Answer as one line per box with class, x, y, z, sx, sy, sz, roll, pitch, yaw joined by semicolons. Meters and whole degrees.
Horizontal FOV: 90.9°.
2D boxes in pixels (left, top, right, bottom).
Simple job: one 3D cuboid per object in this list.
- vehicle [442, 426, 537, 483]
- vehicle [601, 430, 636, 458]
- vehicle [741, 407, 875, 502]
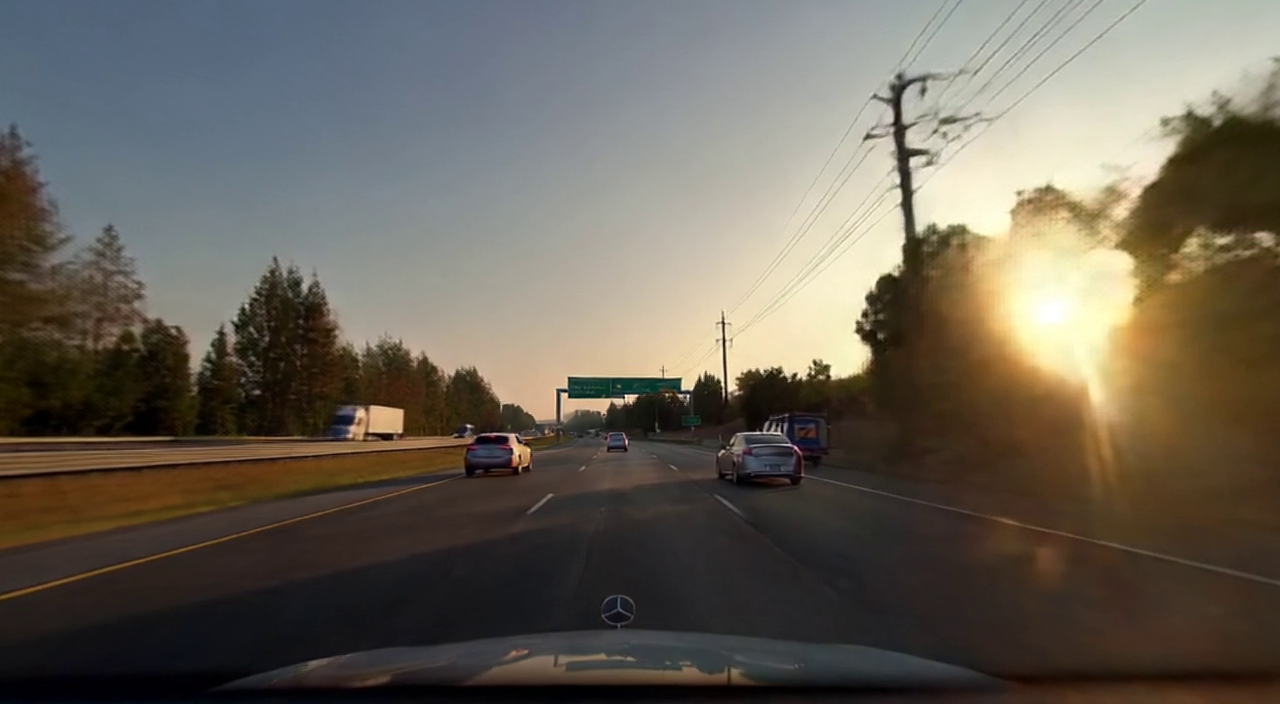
vehicle;-4.605;3.189;19.964;2.100;1.590;4.077;0;-7;-1
vehicle;-1.396;5.846;40.271;2.159;1.690;3.720;0;-7;-2
vehicle;3.658;2.275;14.380;1.976;1.905;3.263;0;-7;-3
